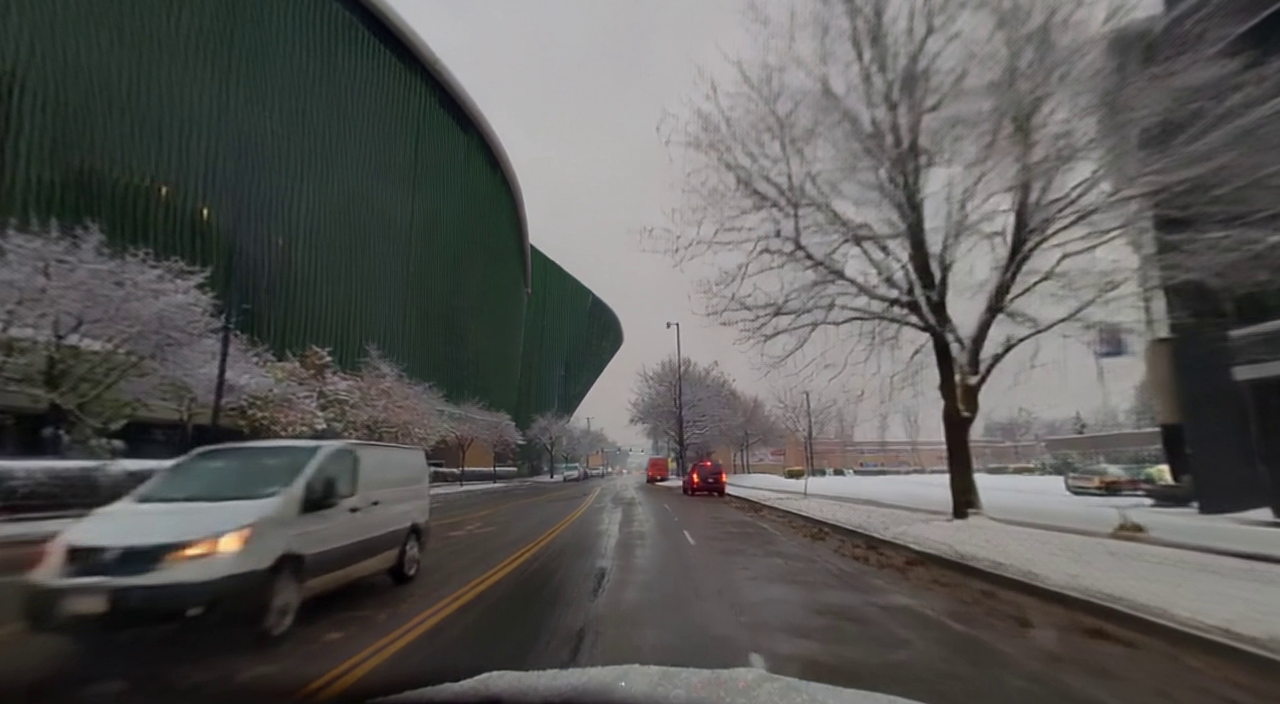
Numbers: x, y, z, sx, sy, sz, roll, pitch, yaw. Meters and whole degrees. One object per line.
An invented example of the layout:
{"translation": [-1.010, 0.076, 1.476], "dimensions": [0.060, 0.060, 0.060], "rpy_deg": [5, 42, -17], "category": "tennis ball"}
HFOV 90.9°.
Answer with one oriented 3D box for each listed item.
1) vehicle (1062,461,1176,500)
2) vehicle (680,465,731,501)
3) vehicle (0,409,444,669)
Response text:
{"translation": [17.569, 4.712, 23.226], "dimensions": [2.767, 1.307, 1.673], "rpy_deg": [-1, -10, 2], "category": "vehicle"}
{"translation": [2.889, 5.851, 28.387], "dimensions": [1.899, 1.470, 3.666], "rpy_deg": [1, -10, 0], "category": "vehicle"}
{"translation": [-3.629, 1.601, 6.287], "dimensions": [1.956, 1.680, 4.126], "rpy_deg": [0, -10, 0], "category": "vehicle"}
